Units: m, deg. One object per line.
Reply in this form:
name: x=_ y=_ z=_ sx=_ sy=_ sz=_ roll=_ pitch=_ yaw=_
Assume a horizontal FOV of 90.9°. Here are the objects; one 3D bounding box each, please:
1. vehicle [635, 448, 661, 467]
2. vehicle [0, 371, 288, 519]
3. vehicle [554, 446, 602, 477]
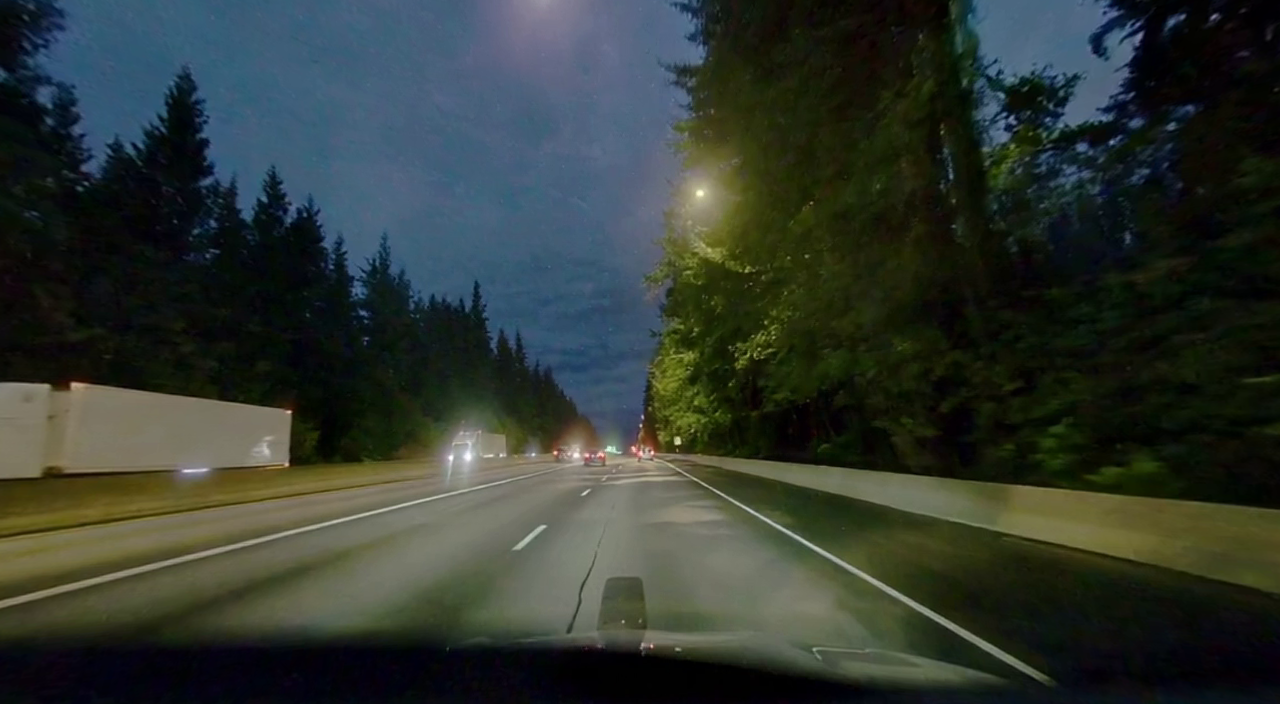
vehicle: x=0.594 y=8.309 z=49.591 sx=1.989 sy=1.402 sz=3.831 roll=0 pitch=-9 yaw=-1
vehicle: x=-18.902 y=3.610 z=24.105 sx=2.834 sy=4.025 sz=13.898 roll=0 pitch=-9 yaw=0
vehicle: x=-3.139 y=5.656 z=32.807 sx=2.112 sy=1.498 sz=4.117 roll=0 pitch=-9 yaw=0
